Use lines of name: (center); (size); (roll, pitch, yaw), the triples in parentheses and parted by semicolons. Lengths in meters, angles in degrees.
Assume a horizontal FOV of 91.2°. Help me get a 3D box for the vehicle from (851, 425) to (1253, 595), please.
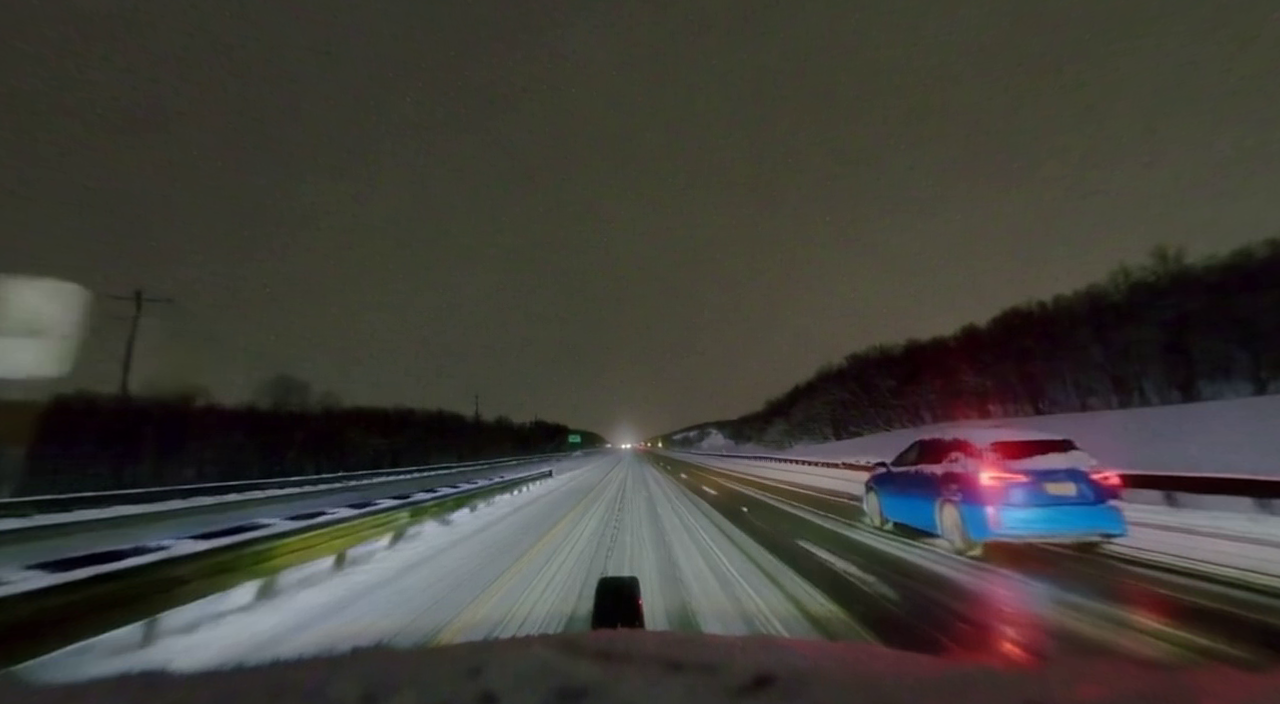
vehicle: (4.278, 1.690, 7.548); (1.981, 1.440, 4.125); (0, -9, -1)
